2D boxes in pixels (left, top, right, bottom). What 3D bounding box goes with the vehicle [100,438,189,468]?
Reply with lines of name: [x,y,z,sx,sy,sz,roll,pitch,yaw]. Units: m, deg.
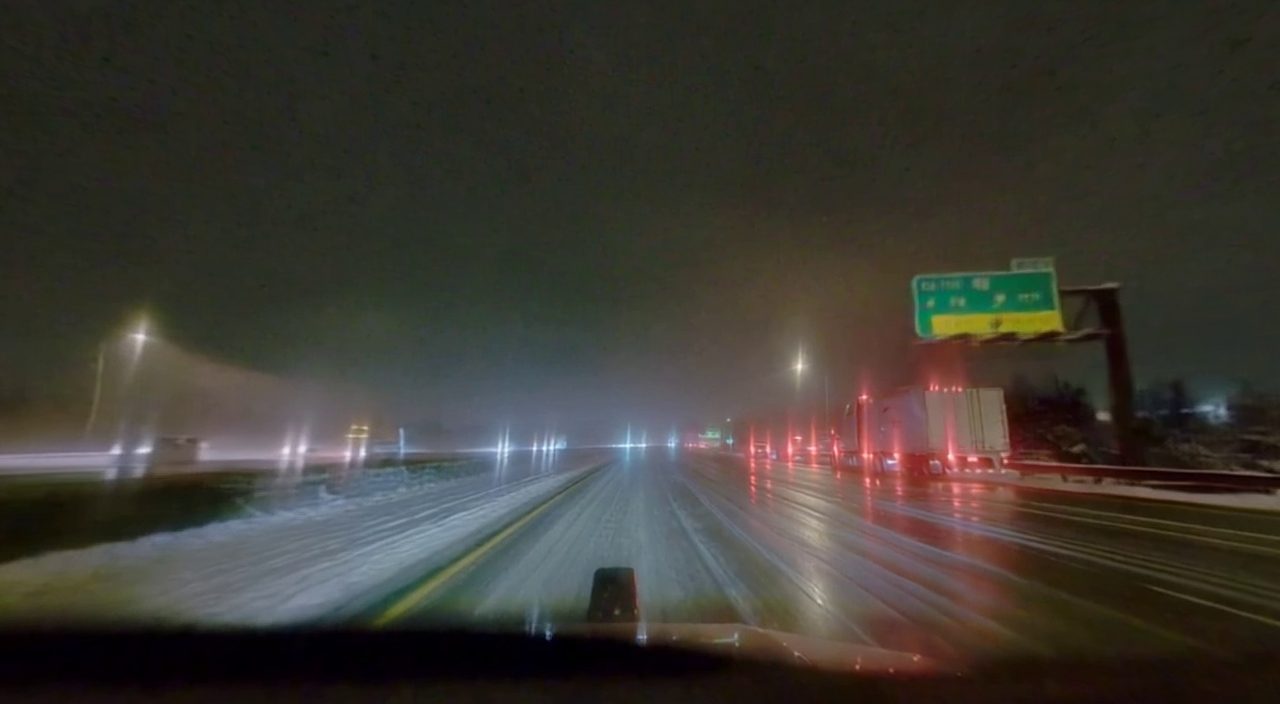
vehicle: [-33.669,6.871,43.157,2.047,1.865,4.880,0,-8,0]
